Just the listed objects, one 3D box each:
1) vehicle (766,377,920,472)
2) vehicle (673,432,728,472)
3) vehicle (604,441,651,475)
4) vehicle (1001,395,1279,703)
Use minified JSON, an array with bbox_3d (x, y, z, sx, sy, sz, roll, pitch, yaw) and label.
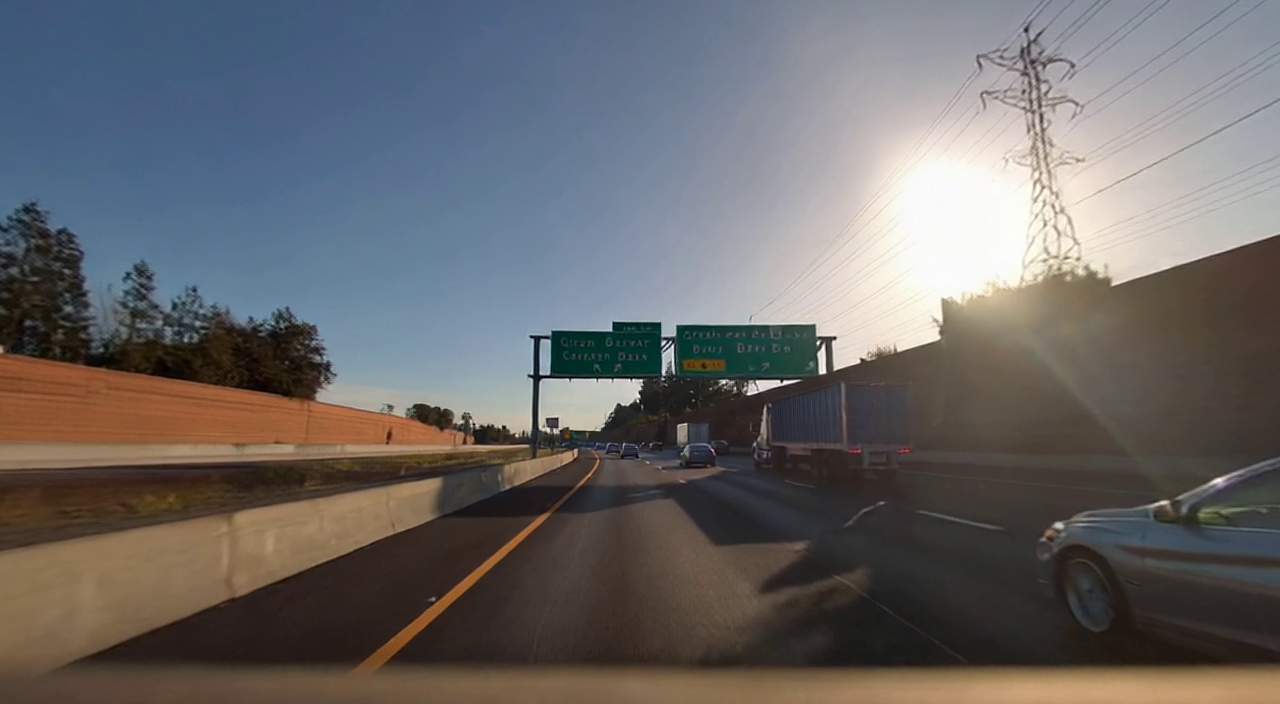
[{"bbox_3d":[10.420,4.295,35.358,2.914,4.134,15.553,0,-8,-2],"label":"vehicle"},{"bbox_3d":[2.959,5.061,32.065,2.114,1.849,4.692,0,-8,-3],"label":"vehicle"},{"bbox_3d":[-0.619,4.951,29.746,2.083,1.477,3.965,0,-8,-2],"label":"vehicle"},{"bbox_3d":[3.509,0.873,2.267,1.922,1.465,4.165,0,-8,-1],"label":"vehicle"}]
